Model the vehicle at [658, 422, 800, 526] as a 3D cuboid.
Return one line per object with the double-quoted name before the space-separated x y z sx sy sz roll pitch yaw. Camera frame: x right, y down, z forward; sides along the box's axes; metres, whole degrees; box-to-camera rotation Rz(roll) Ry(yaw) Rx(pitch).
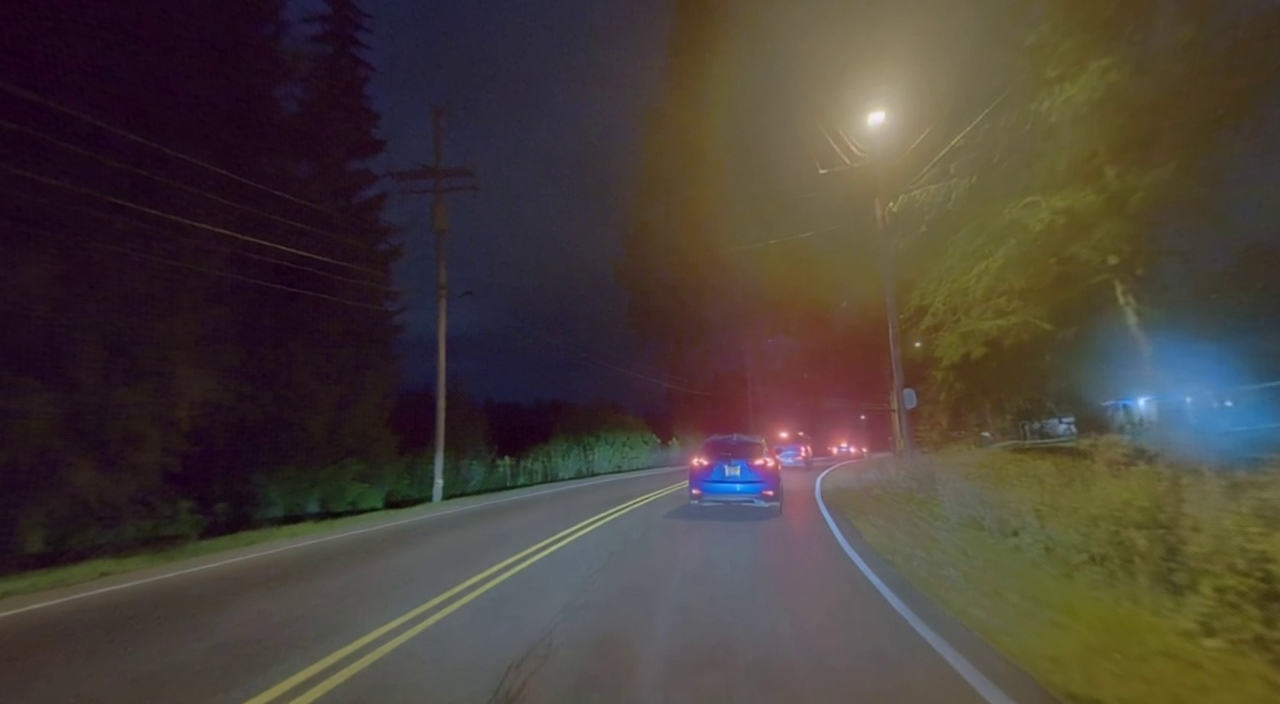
"vehicle" 1.868 2.198 11.928 2.157 1.565 4.243 -2 -9 15
